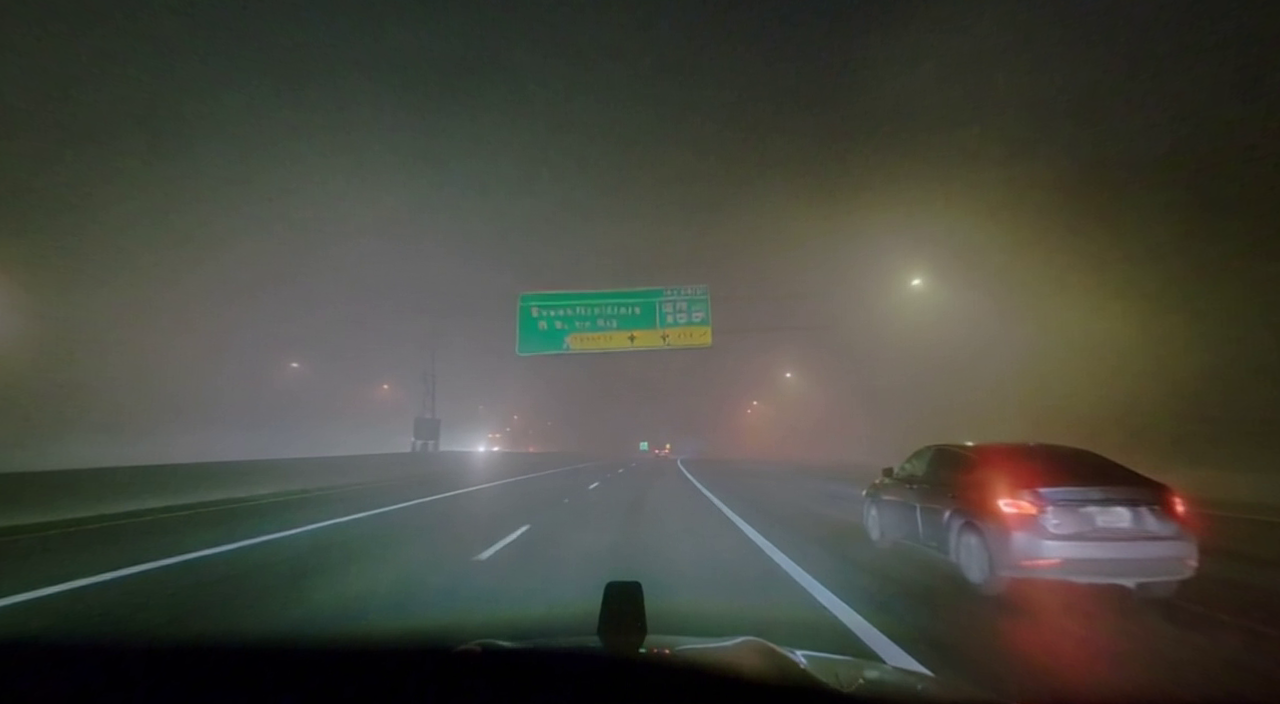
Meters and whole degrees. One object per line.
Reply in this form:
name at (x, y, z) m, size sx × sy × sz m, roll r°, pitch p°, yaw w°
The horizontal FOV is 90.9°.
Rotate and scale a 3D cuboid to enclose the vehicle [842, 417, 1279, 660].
vehicle at (3.793, 1.511, 6.329) m, size 1.999 × 1.492 × 4.673 m, roll 0°, pitch -8°, yaw 0°
